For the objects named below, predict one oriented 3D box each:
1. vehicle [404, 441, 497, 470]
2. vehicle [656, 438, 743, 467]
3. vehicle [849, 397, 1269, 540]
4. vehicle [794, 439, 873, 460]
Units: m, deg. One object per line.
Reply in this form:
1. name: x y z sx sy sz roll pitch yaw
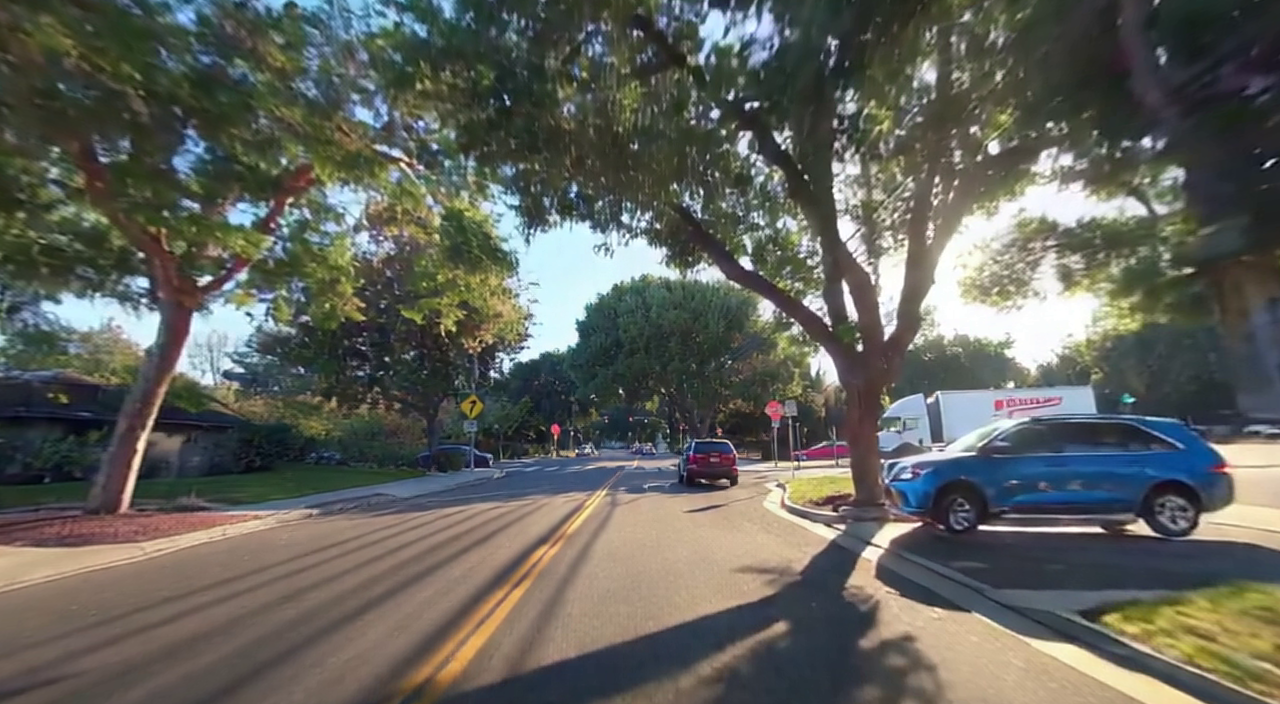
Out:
1. vehicle: -13.123 7.217 44.141 5.866 1.904 2.197 1 -9 -6
2. vehicle: 3.965 6.842 43.103 2.553 1.868 5.536 8 -12 -43
3. vehicle: 6.014 1.751 9.825 4.814 1.872 2.220 -1 -9 7
4. vehicle: 13.394 6.821 44.028 4.872 1.400 1.955 -1 -9 4
